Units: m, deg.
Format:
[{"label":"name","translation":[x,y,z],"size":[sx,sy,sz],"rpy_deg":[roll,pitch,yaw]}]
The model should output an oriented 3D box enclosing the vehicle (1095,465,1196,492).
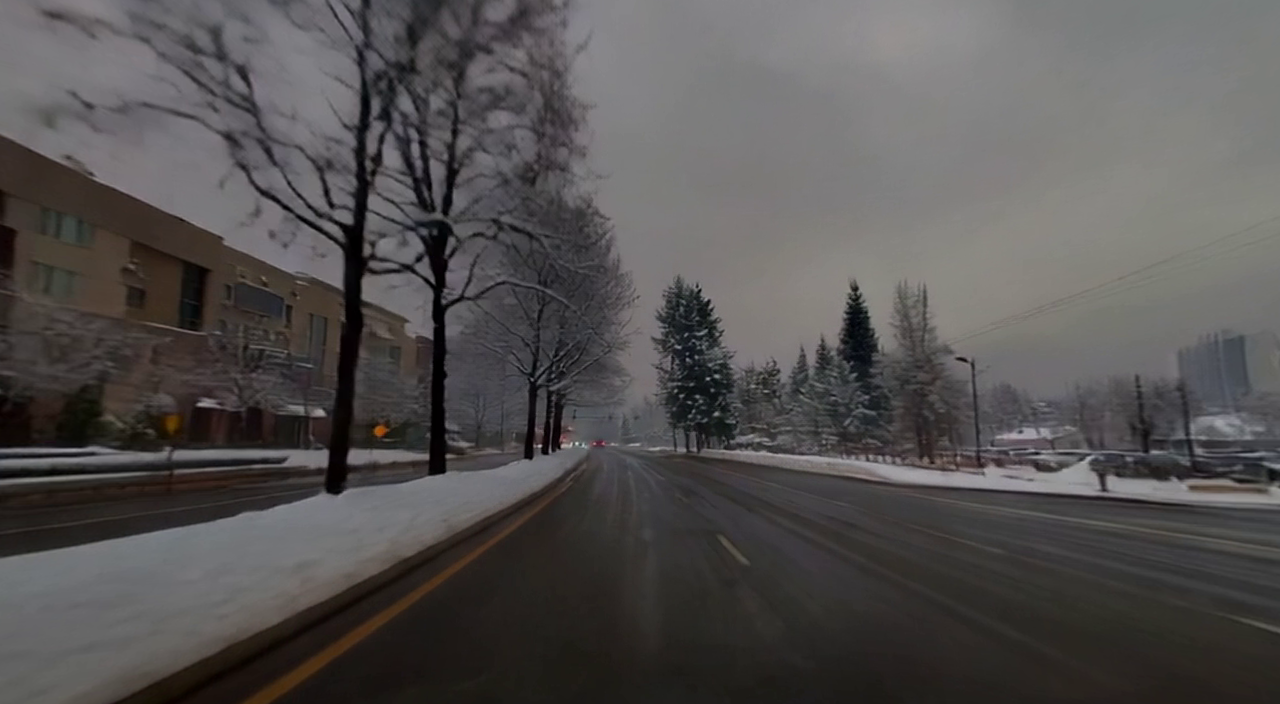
[{"label":"vehicle","translation":[30.243,7.588,37.908],"size":[4.349,1.499,1.867],"rpy_deg":[0,-9,1]}]
